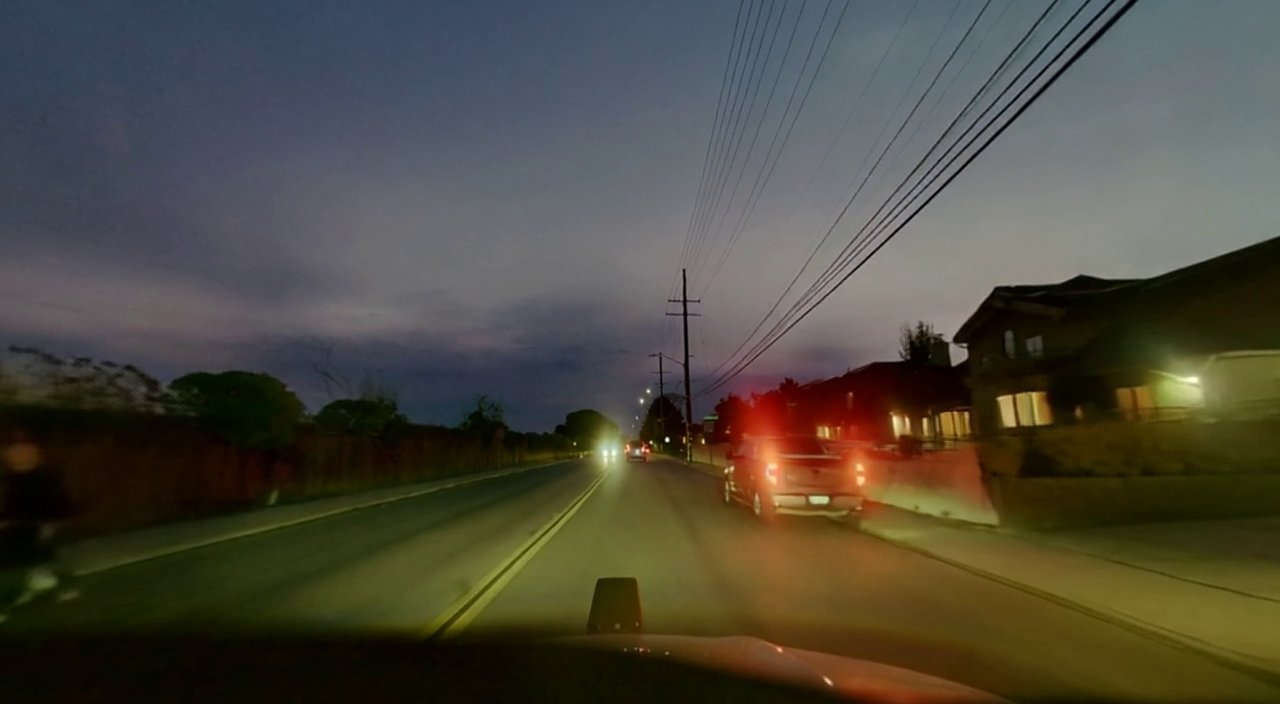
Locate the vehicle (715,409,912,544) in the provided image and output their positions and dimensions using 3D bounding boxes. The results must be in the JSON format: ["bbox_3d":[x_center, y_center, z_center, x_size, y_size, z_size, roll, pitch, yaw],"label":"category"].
[{"bbox_3d":[3.082,2.382,12.795,2.278,1.933,5.860,4,-9,0],"label":"vehicle"}]
